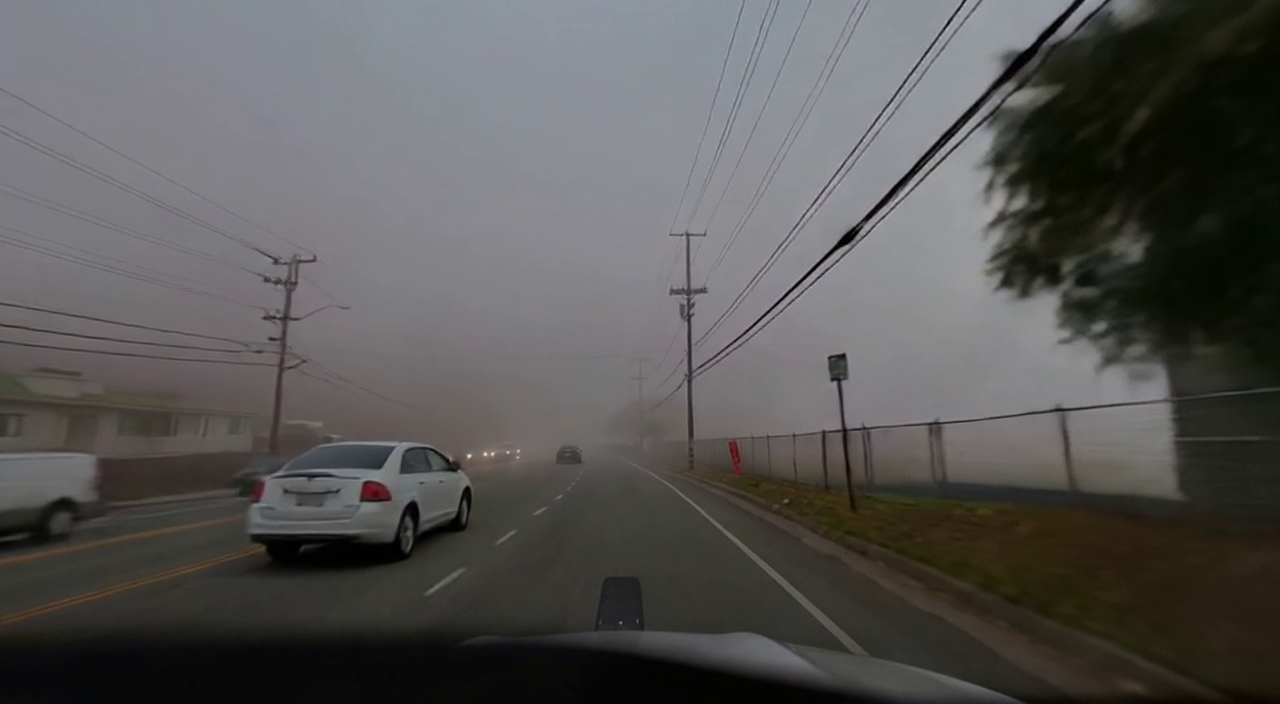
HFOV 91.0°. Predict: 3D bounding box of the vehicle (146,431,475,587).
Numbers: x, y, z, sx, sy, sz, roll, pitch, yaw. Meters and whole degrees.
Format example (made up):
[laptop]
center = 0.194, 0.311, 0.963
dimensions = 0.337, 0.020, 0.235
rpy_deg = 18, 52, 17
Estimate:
[vehicle]
center = -3.816, 1.857, 8.451
dimensions = 2.020, 1.489, 4.469
rpy_deg = 1, -8, 0
